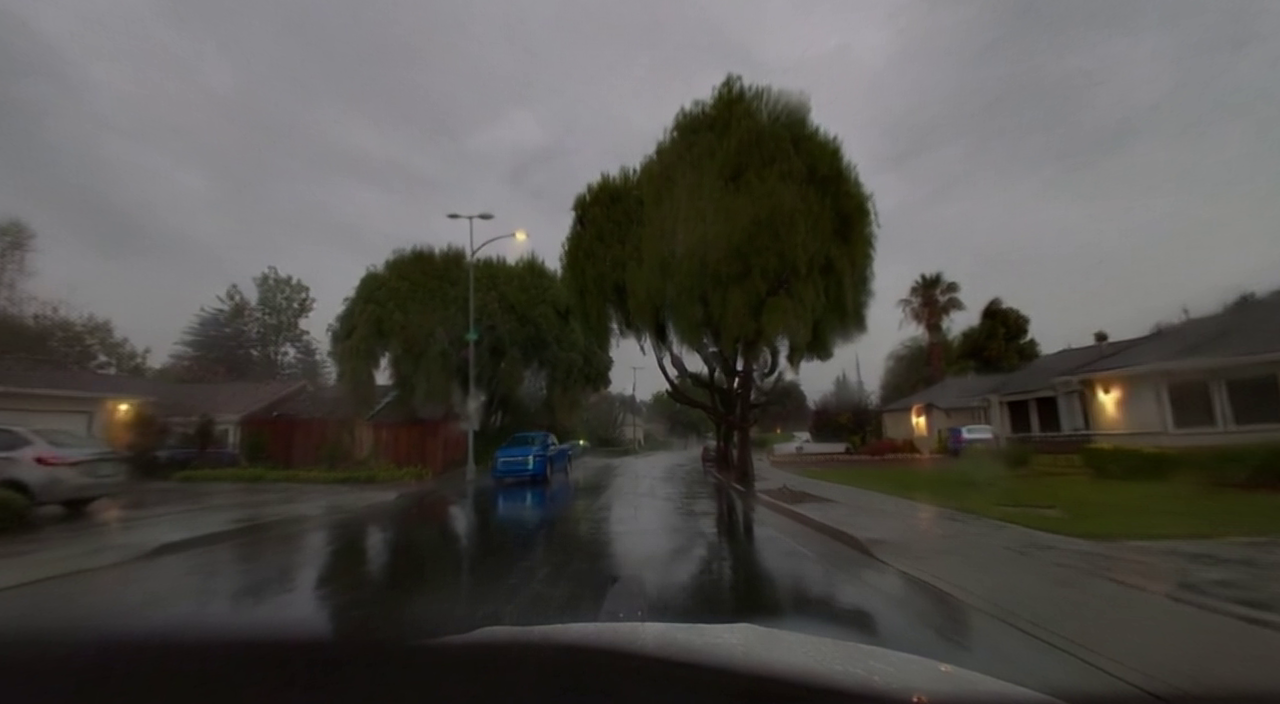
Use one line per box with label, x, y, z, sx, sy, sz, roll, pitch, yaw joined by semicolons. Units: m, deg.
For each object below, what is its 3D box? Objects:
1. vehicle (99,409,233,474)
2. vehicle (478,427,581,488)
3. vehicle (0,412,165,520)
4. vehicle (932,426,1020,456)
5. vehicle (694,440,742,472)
vehicle;-20.959;3.950;28.106;4.119;2.697;2.226;-1;-7;2
vehicle;-4.013;4.063;24.559;2.274;2.008;6.986;-1;-9;4
vehicle;-13.318;2.280;12.800;5.497;1.983;2.191;0;-9;-1
vehicle;18.333;4.850;34.658;3.903;1.592;1.921;-2;-7;15
vehicle;4.335;5.857;35.855;2.051;1.676;4.497;0;-9;-1
